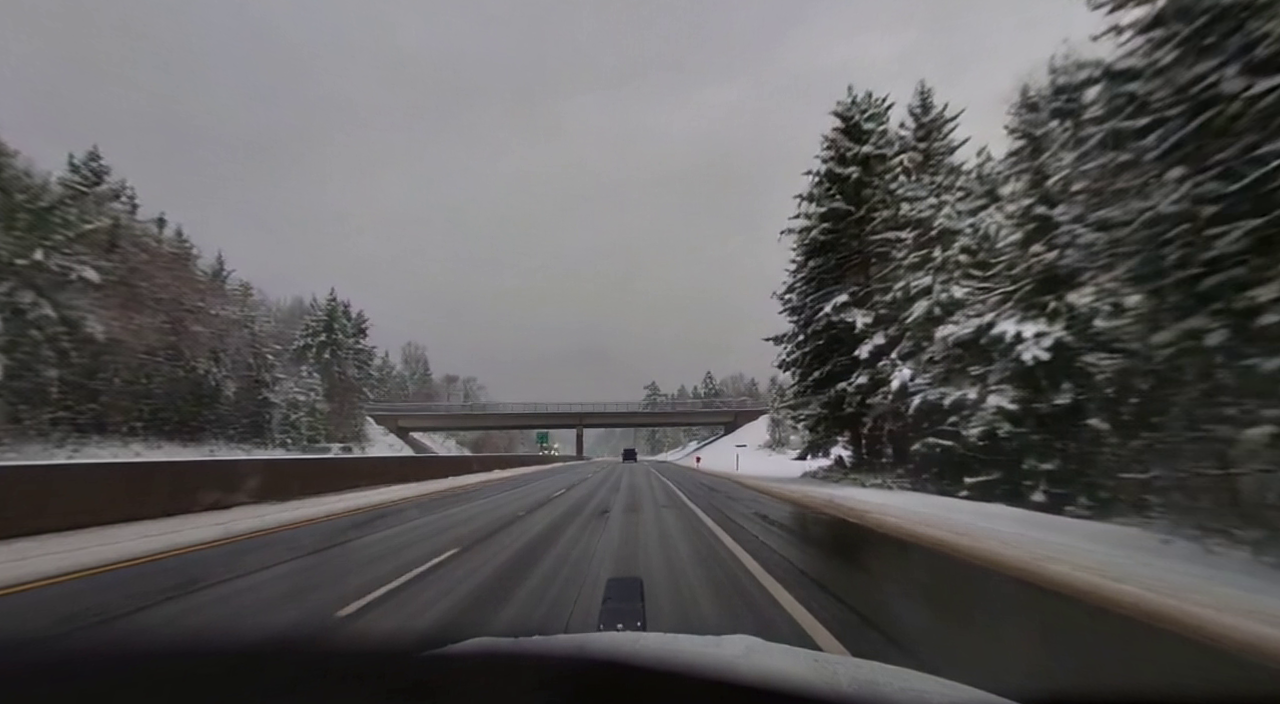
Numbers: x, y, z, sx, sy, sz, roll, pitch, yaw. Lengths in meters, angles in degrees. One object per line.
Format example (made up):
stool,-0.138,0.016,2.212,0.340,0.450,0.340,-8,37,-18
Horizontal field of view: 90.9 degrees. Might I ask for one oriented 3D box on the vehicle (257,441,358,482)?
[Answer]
vehicle,-14.078,4.660,26.988,2.017,1.610,4.211,0,-9,-1
